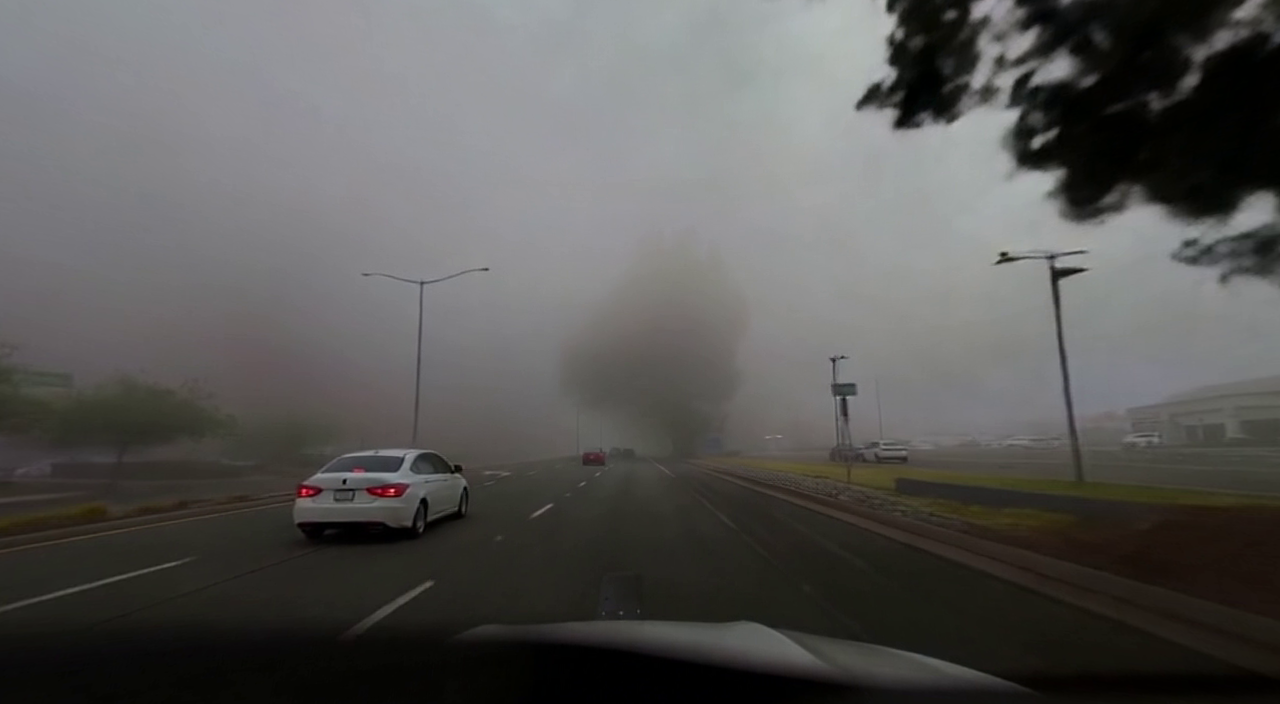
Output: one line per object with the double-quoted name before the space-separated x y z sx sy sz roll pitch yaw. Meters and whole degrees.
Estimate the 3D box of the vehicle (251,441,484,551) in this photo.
"vehicle" -4.242 2.289 10.830 2.003 1.454 4.484 0 -9 0

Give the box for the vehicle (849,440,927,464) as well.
"vehicle" 16.087 6.524 41.117 4.197 1.466 1.930 0 -9 -2
